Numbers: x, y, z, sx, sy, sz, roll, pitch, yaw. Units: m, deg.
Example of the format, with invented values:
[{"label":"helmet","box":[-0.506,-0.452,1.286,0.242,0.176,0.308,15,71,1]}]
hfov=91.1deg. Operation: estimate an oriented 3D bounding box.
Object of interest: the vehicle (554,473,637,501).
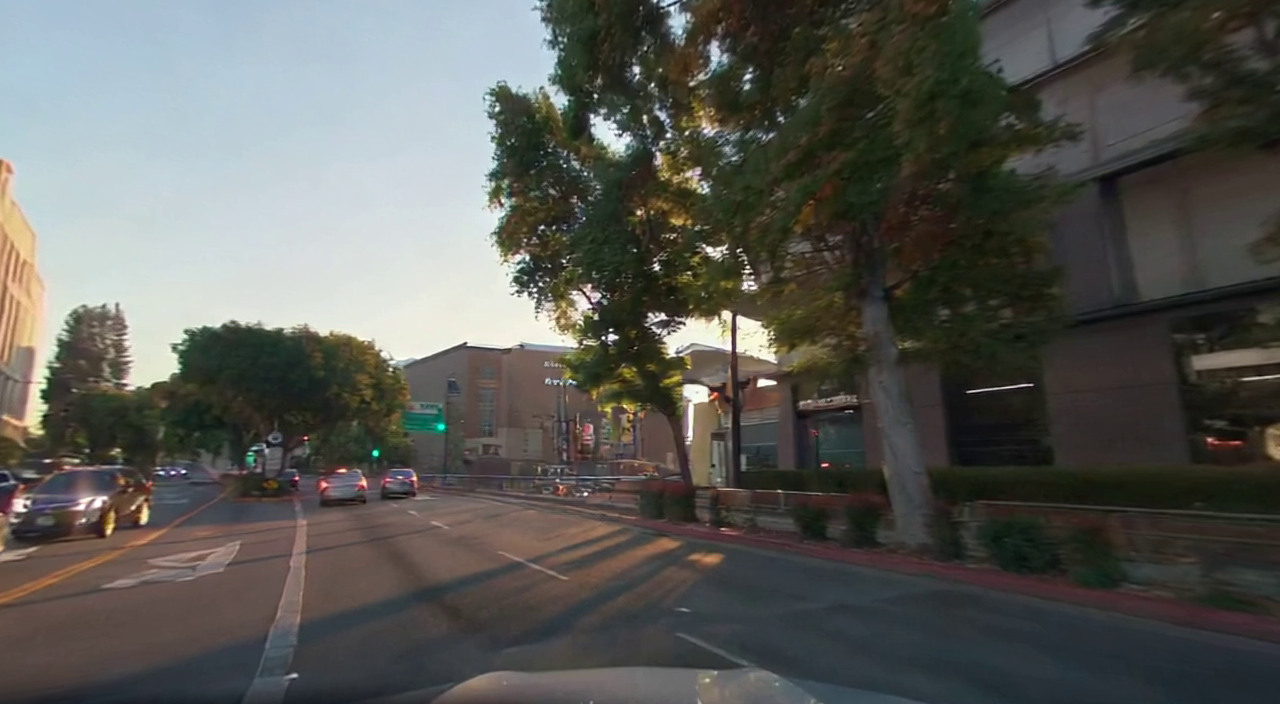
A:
[{"label":"vehicle","box":[-2.487,7.532,35.220,4.302,1.456,1.832,5,-11,-22]}]

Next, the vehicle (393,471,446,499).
[{"label":"vehicle","box":[-10.543,6.315,29.909,1.775,1.186,2.933,7,-12,-30]}]

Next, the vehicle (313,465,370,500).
[{"label":"vehicle","box":[-14.021,6.043,29.365,2.005,1.498,3.643,6,-12,-29]}]

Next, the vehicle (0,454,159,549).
[{"label":"vehicle","box":[-12.367,3.149,13.806,2.011,1.701,4.519,6,-12,-28]}]
